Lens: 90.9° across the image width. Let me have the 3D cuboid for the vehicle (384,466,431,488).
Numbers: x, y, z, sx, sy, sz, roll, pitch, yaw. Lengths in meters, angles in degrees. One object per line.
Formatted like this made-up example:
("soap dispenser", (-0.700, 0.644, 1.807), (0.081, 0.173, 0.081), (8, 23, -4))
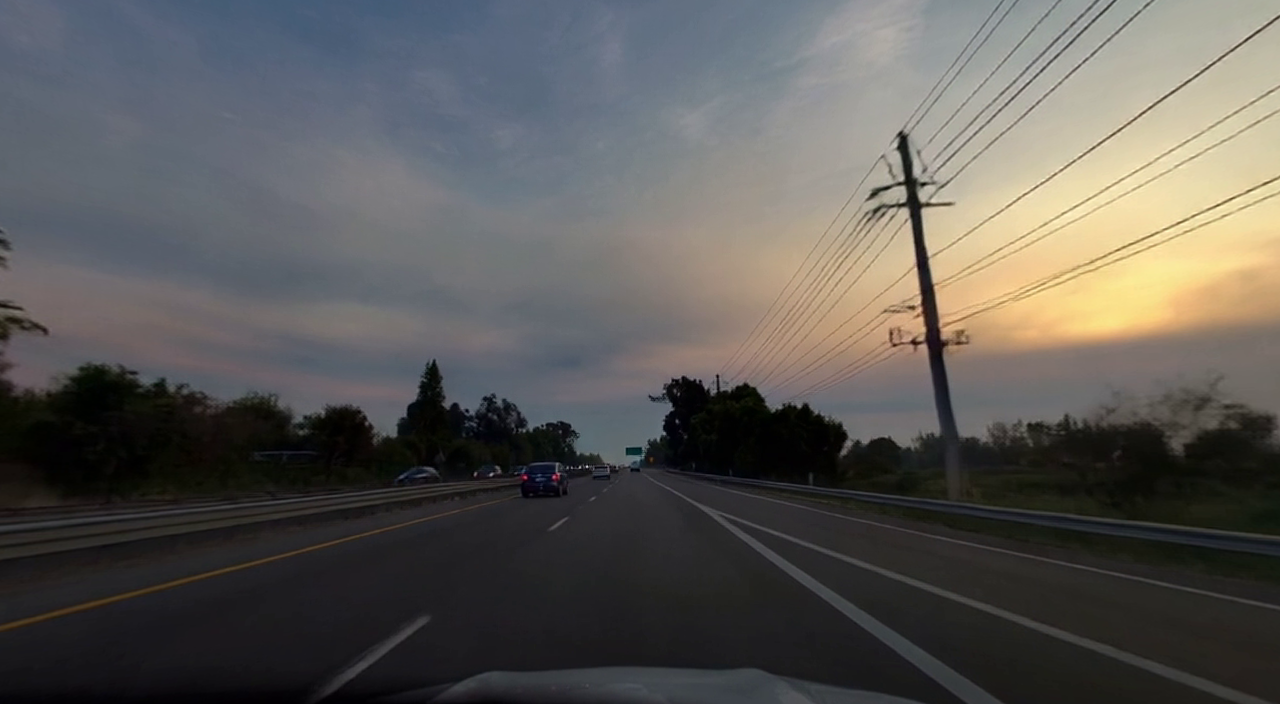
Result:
("vehicle", (-16.687, 8.967, 45.362), (1.827, 1.434, 3.798), (1, -10, 1))

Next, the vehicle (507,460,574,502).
("vehicle", (-3.900, 5.170, 25.458), (1.963, 1.501, 4.227), (1, -10, 0))
